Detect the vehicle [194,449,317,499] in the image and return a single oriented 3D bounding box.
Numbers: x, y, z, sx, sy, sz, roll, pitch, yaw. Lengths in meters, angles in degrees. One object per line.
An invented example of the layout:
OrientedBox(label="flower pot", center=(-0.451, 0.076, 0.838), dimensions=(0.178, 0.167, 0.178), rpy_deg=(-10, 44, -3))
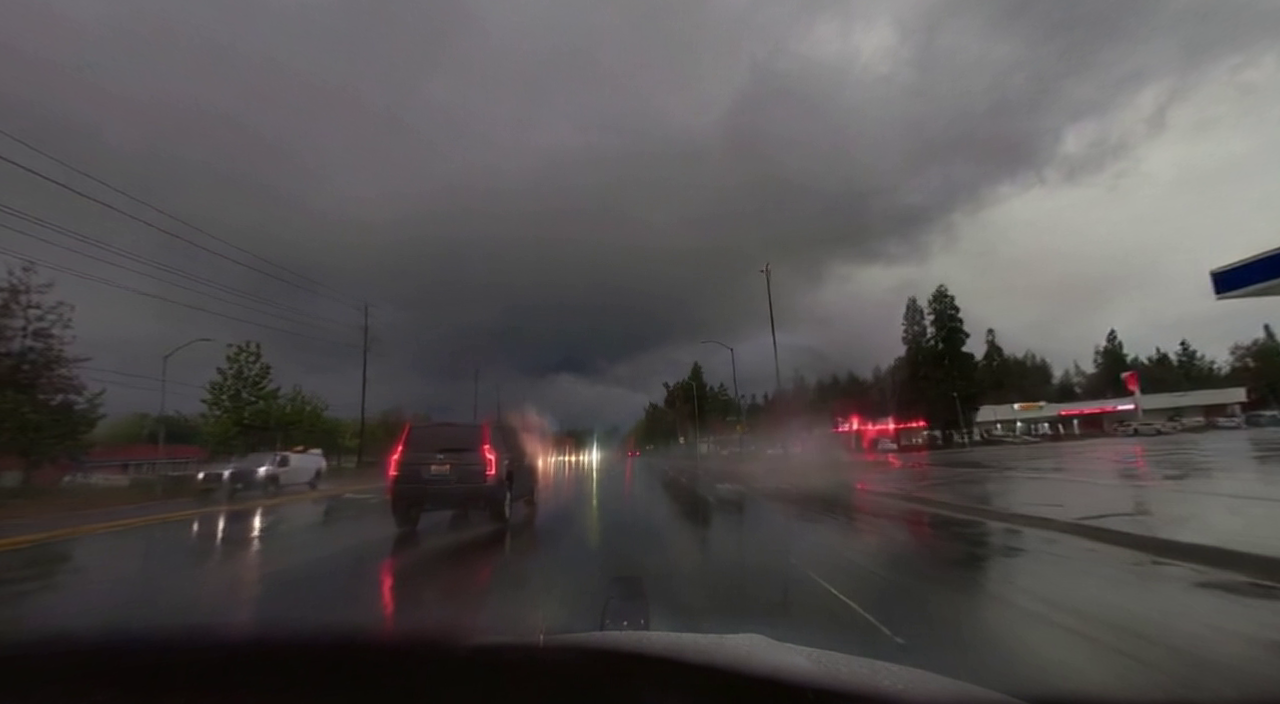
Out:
OrientedBox(label="vehicle", center=(-18.564, 5.850, 30.900), dimensions=(2.426, 2.160, 5.660), rpy_deg=(0, -8, 0))

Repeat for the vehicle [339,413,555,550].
OrientedBox(label="vehicle", center=(-2.945, 2.110, 10.990), dimensions=(2.190, 1.844, 4.751), rpy_deg=(0, -8, 1))
